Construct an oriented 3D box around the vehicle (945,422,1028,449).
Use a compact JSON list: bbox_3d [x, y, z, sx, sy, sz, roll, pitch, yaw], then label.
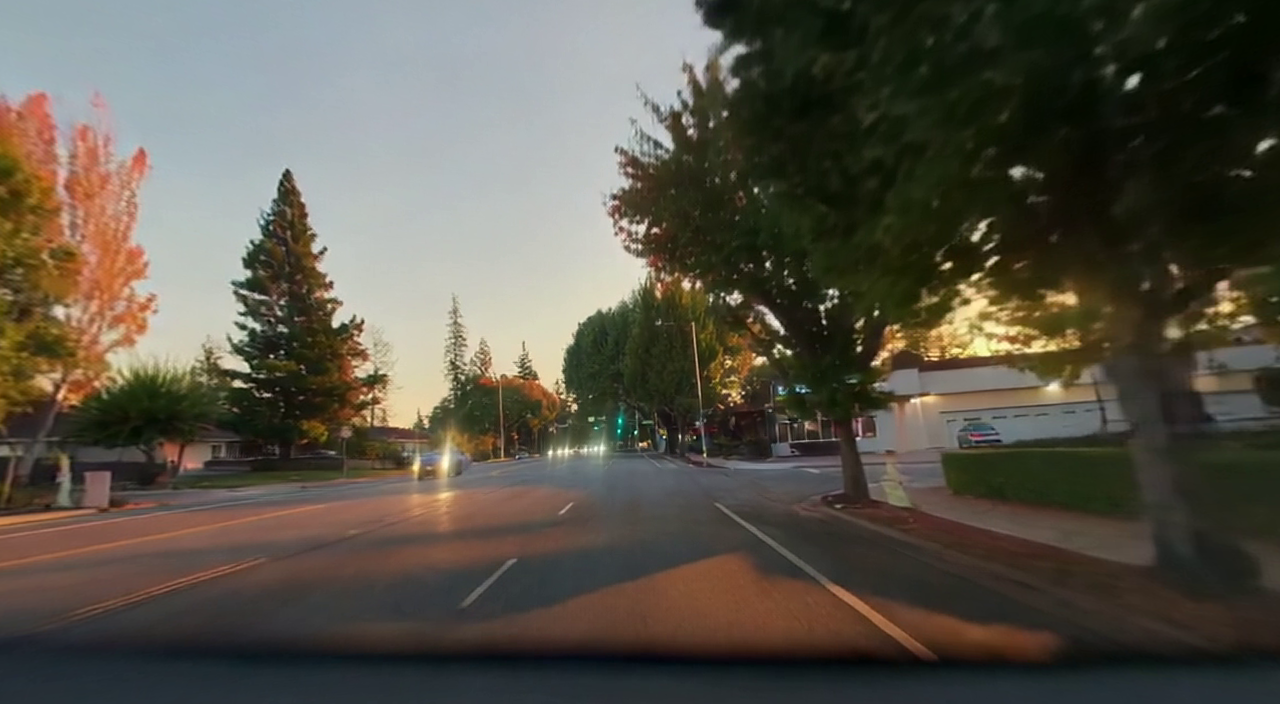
[{"bbox_3d":[21.606,5.296,39.706,2.028,1.584,4.971,1,-9,-5],"label":"vehicle"}]
